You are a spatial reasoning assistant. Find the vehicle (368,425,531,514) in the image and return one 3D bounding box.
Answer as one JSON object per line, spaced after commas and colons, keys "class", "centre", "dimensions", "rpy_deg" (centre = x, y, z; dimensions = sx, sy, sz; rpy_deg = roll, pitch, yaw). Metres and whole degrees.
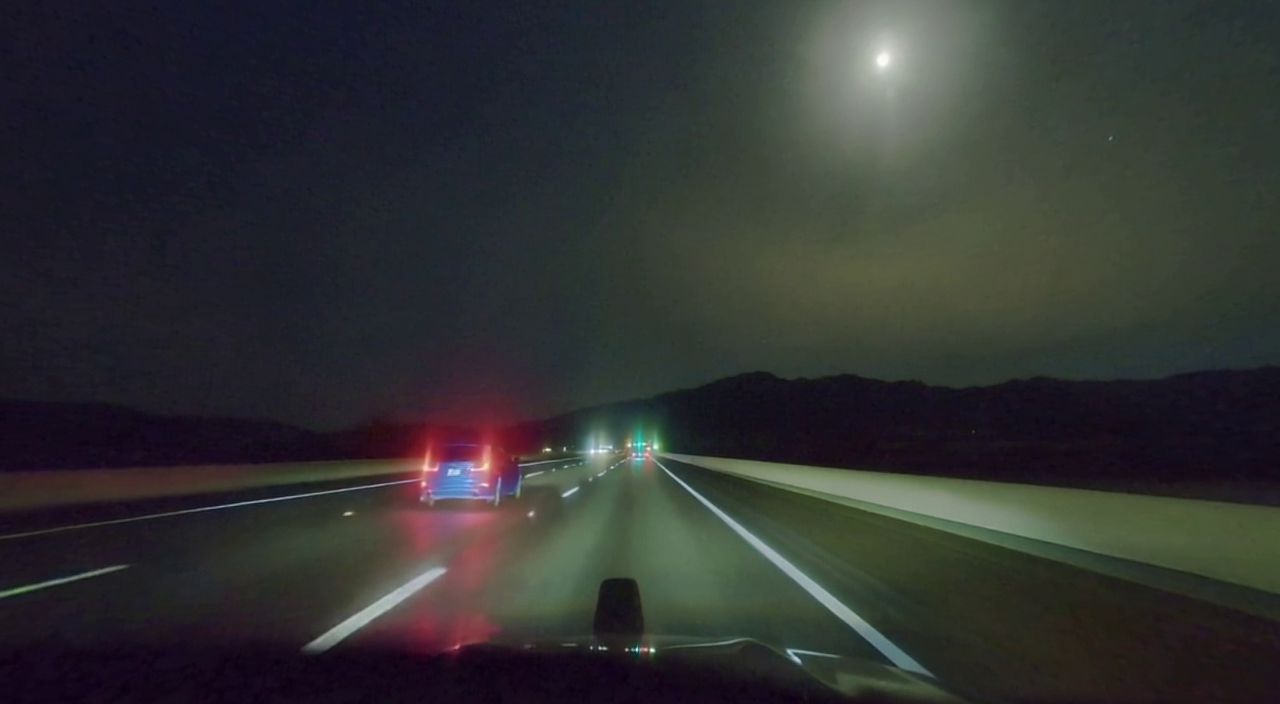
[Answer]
{"class": "vehicle", "centre": [-4.226, 2.716, 15.114], "dimensions": [2.272, 1.759, 5.058], "rpy_deg": [0, -9, 1]}
